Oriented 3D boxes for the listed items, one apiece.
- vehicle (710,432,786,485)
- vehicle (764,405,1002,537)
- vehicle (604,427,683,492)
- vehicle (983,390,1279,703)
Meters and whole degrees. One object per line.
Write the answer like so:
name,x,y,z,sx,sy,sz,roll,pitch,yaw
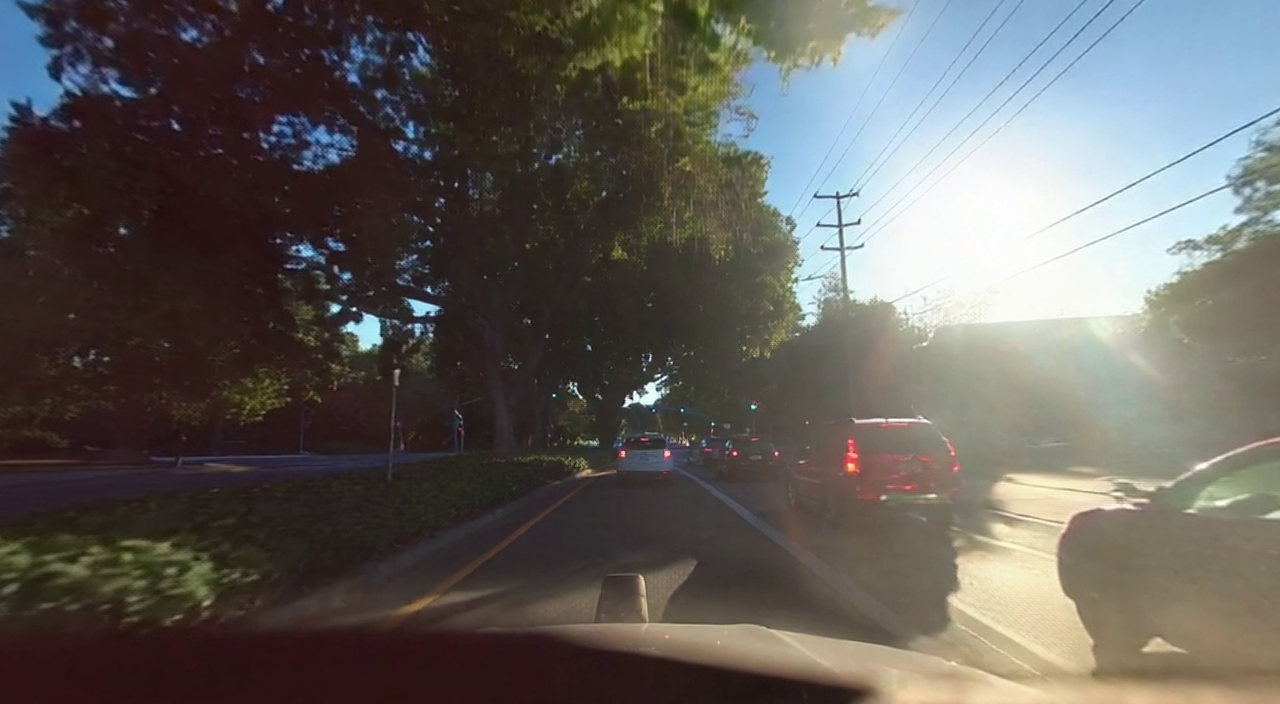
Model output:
vehicle,3.612,3.641,21.853,1.923,1.653,3.703,-1,-8,0
vehicle,3.929,2.048,11.465,2.254,1.840,4.918,0,-8,-1
vehicle,0.080,3.286,19.589,2.163,1.746,4.073,-1,-8,0
vehicle,3.704,0.935,2.831,1.881,1.512,4.294,-1,-8,0
